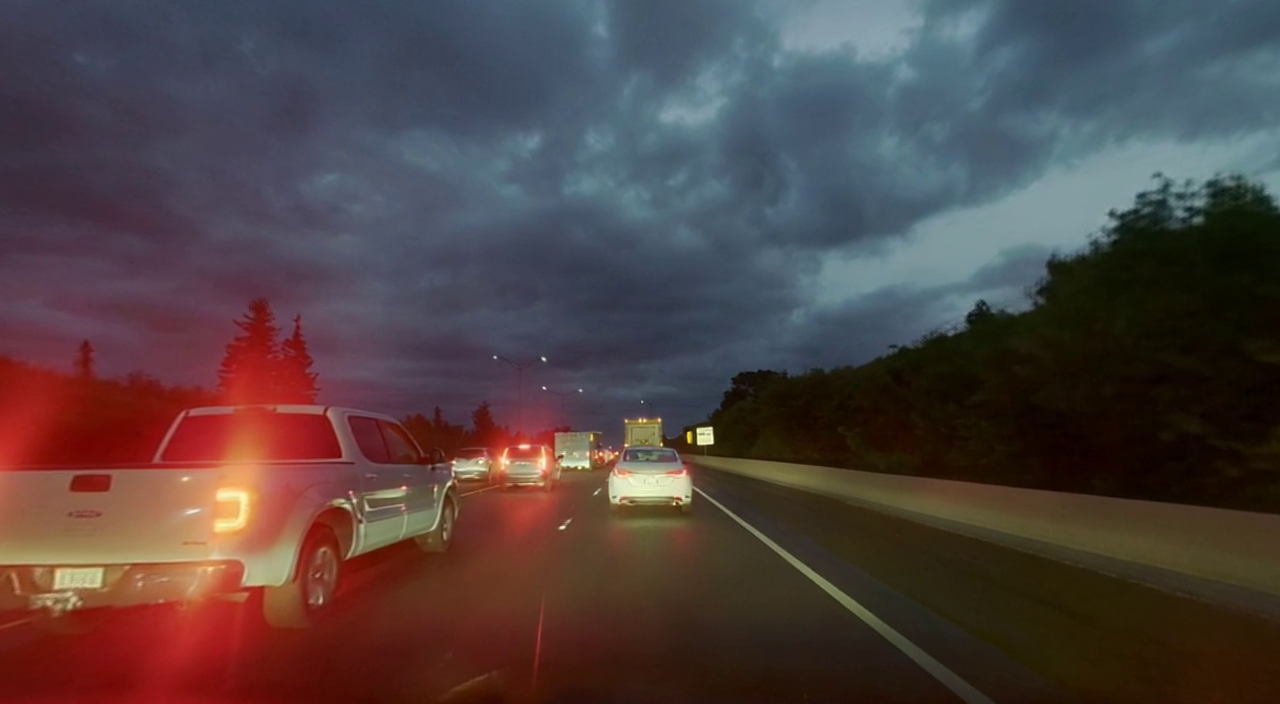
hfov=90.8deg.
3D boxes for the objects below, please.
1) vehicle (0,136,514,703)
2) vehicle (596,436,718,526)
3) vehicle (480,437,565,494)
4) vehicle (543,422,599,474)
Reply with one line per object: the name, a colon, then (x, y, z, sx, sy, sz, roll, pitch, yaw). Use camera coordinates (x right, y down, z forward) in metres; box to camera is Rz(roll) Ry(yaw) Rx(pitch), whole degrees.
vehicle: (-3.043, 0.903, 5.960, 2.289, 2.757, 6.726, 0, -9, 0)
vehicle: (0.265, 2.462, 12.503, 2.063, 1.507, 3.488, 0, -9, -1)
vehicle: (-3.652, 3.616, 20.369, 1.963, 1.627, 3.849, 0, -9, 1)
vehicle: (-3.680, 5.331, 34.960, 2.290, 2.613, 5.975, 0, -9, 2)
